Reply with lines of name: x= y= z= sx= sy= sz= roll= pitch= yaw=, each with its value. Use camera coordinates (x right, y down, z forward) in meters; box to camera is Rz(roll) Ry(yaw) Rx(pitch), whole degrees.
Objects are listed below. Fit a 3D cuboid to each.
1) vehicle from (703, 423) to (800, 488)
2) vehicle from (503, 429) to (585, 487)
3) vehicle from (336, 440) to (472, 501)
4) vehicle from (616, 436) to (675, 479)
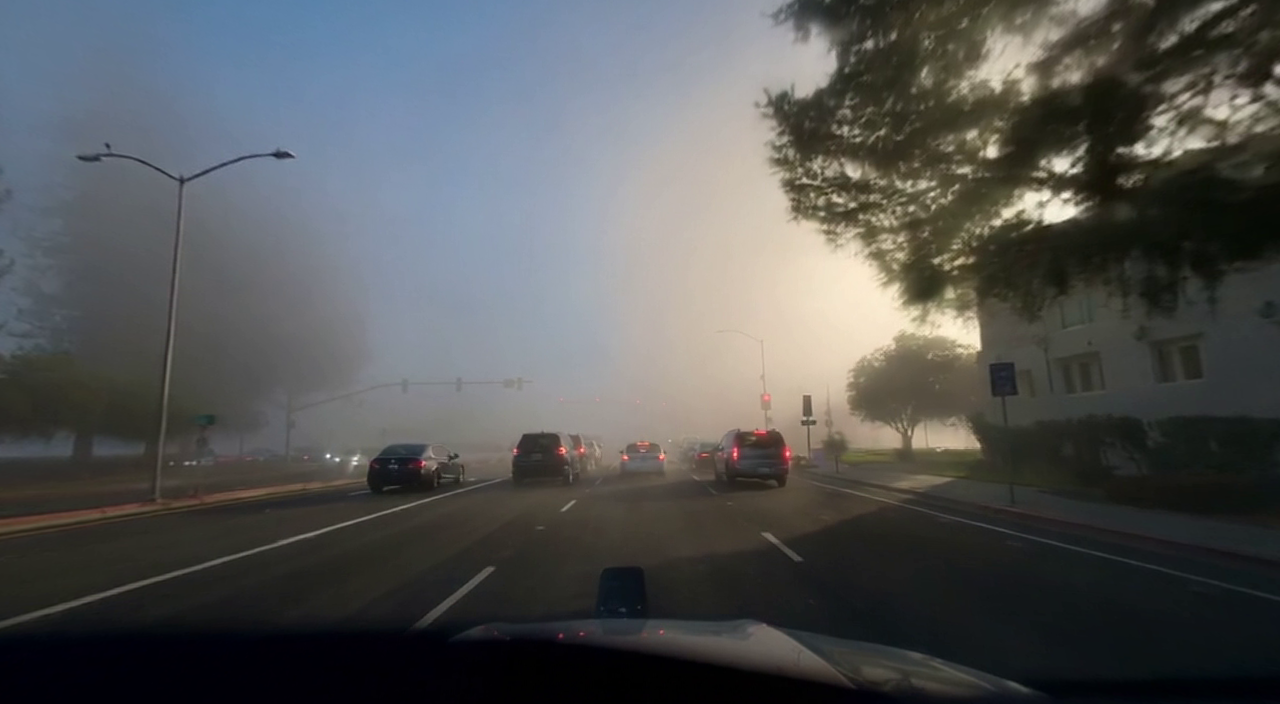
vehicle: x=3.397 y=3.273 z=20.142 sx=2.141 sy=1.833 sz=4.704 roll=0 pitch=-8 yaw=-1
vehicle: x=-3.024 y=3.448 z=20.731 sx=1.912 sy=1.703 sz=4.261 roll=0 pitch=-8 yaw=1
vehicle: x=-6.315 y=3.202 z=17.469 sx=1.926 sy=1.465 sz=4.620 roll=0 pitch=-8 yaw=1
vehicle: x=0.176 y=3.952 z=23.775 sx=2.021 sy=1.461 sz=3.862 roll=0 pitch=-8 yaw=0
